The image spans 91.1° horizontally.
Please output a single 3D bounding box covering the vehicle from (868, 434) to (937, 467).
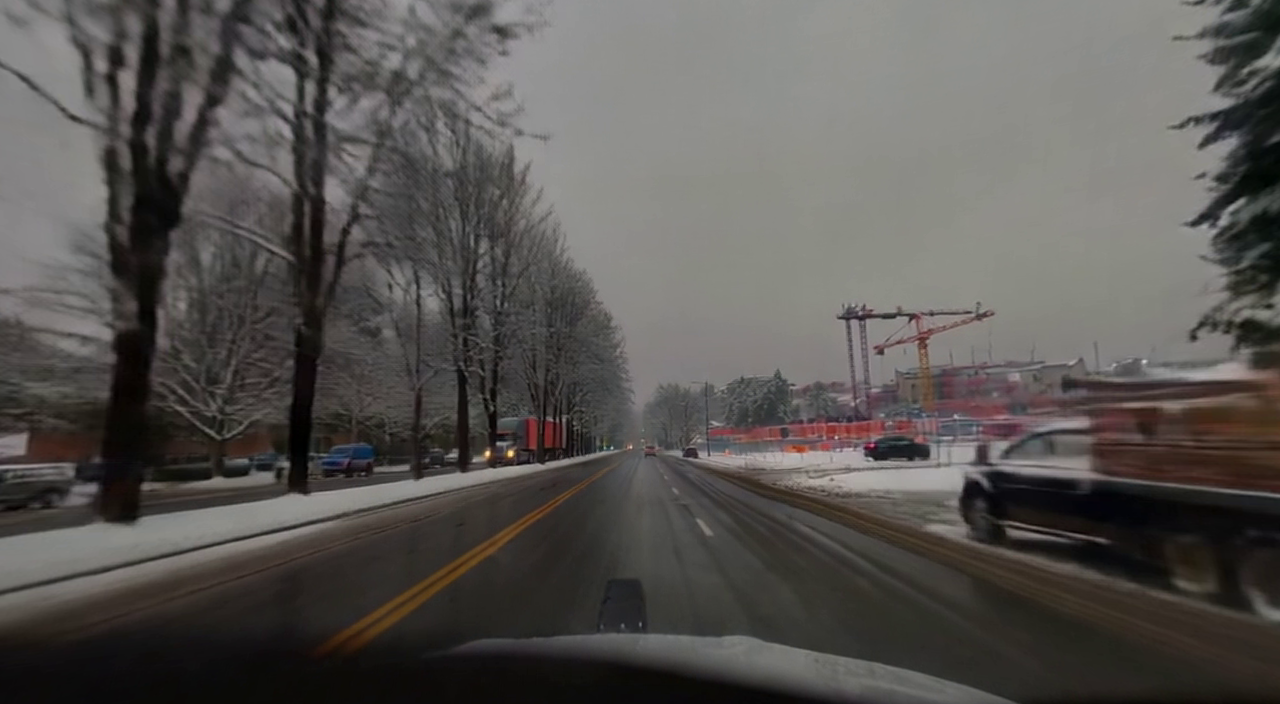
[{"bbox_3d":[16.379,6.205,39.536,2.021,1.835,5.654,2,-8,1],"label":"vehicle"}]

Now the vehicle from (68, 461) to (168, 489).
[{"bbox_3d":[-33.730,7.918,40.705,1.848,1.484,4.574,2,-8,16],"label":"vehicle"}]

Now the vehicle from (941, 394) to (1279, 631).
[{"bbox_3d":[6.452,1.668,7.489,2.513,1.890,6.666,0,-9,1],"label":"vehicle"}]

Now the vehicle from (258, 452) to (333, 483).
[{"bbox_3d":[-21.548,7.213,39.537,2.168,1.800,4.603,1,-9,-1],"label":"vehicle"}]

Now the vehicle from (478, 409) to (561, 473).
[{"bbox_3d":[-7.336,5.682,39.826,3.032,3.524,9.640,0,-9,2],"label":"vehicle"}]

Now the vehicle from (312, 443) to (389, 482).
[{"bbox_3d":[-18.221,6.917,39.836,2.154,1.987,5.836,-5,-8,-1],"label":"vehicle"}]
